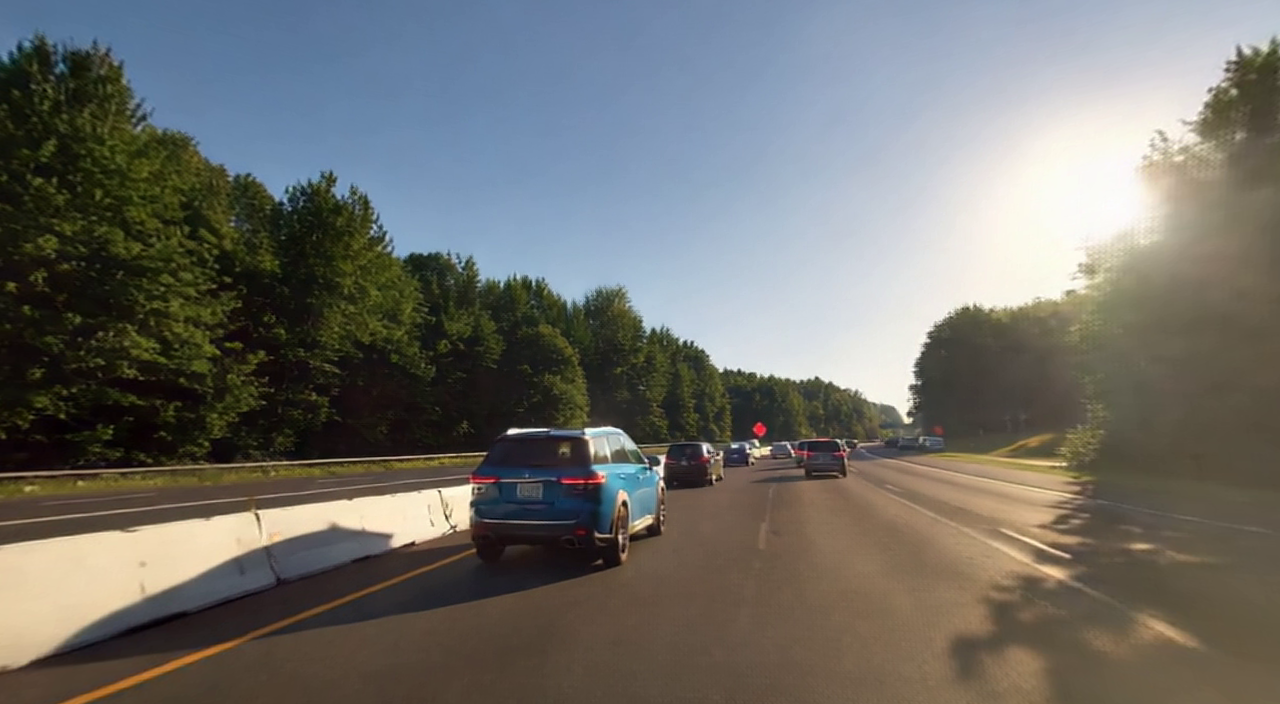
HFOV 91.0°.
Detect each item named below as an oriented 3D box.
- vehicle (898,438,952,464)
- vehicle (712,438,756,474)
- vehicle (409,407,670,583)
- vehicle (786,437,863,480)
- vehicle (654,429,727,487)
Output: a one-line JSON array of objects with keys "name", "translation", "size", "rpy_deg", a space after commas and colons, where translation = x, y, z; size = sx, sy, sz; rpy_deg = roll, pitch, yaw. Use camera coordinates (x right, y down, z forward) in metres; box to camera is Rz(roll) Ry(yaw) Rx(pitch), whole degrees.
[{"name": "vehicle", "translation": [17.475, 6.085, 38.835], "size": [1.990, 1.478, 4.475], "rpy_deg": [-2, -8, 10]}, {"name": "vehicle", "translation": [4.181, 4.548, 27.717], "size": [1.755, 1.457, 3.686], "rpy_deg": [-2, -8, 9]}, {"name": "vehicle", "translation": [-0.919, 1.658, 8.163], "size": [2.021, 1.635, 4.085], "rpy_deg": [-2, -8, 11]}, {"name": "vehicle", "translation": [6.865, 3.990, 23.922], "size": [1.962, 1.442, 4.536], "rpy_deg": [-1, -8, 6]}, {"name": "vehicle", "translation": [1.693, 3.338, 20.072], "size": [2.017, 1.662, 3.543], "rpy_deg": [-1, -8, 9]}]
